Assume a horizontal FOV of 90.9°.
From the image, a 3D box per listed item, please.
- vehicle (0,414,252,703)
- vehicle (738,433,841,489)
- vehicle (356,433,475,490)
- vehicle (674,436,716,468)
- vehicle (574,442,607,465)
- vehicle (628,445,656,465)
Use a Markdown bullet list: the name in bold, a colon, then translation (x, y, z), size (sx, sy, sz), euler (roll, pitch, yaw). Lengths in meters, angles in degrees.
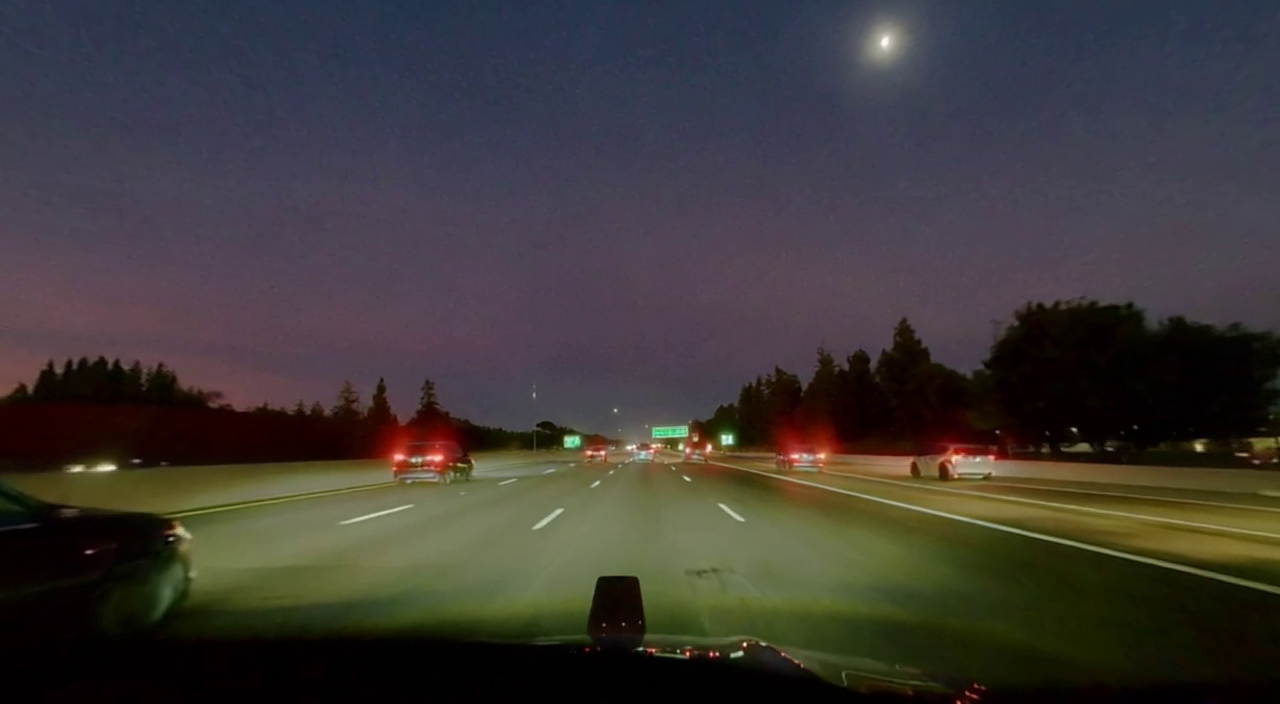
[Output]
- **vehicle**: translation (-3.710, 0.898, 1.862), size (1.952, 1.489, 4.871), euler (0, -9, 1)
- **vehicle**: translation (4.843, 3.618, 21.204), size (2.196, 1.659, 4.451), euler (0, -9, -2)
- **vehicle**: translation (-7.852, 3.881, 22.740), size (2.199, 1.781, 5.271), euler (-1, -8, 2)
- **vehicle**: translation (3.641, 6.768, 42.902), size (2.348, 1.991, 5.460), euler (0, -9, 0)
- **vehicle**: translation (-3.817, 7.975, 49.753), size (2.118, 1.750, 4.875), euler (-1, -9, 2)
- **vehicle**: translation (0.197, 7.914, 48.484), size (2.050, 1.452, 3.917), euler (0, -9, 1)
